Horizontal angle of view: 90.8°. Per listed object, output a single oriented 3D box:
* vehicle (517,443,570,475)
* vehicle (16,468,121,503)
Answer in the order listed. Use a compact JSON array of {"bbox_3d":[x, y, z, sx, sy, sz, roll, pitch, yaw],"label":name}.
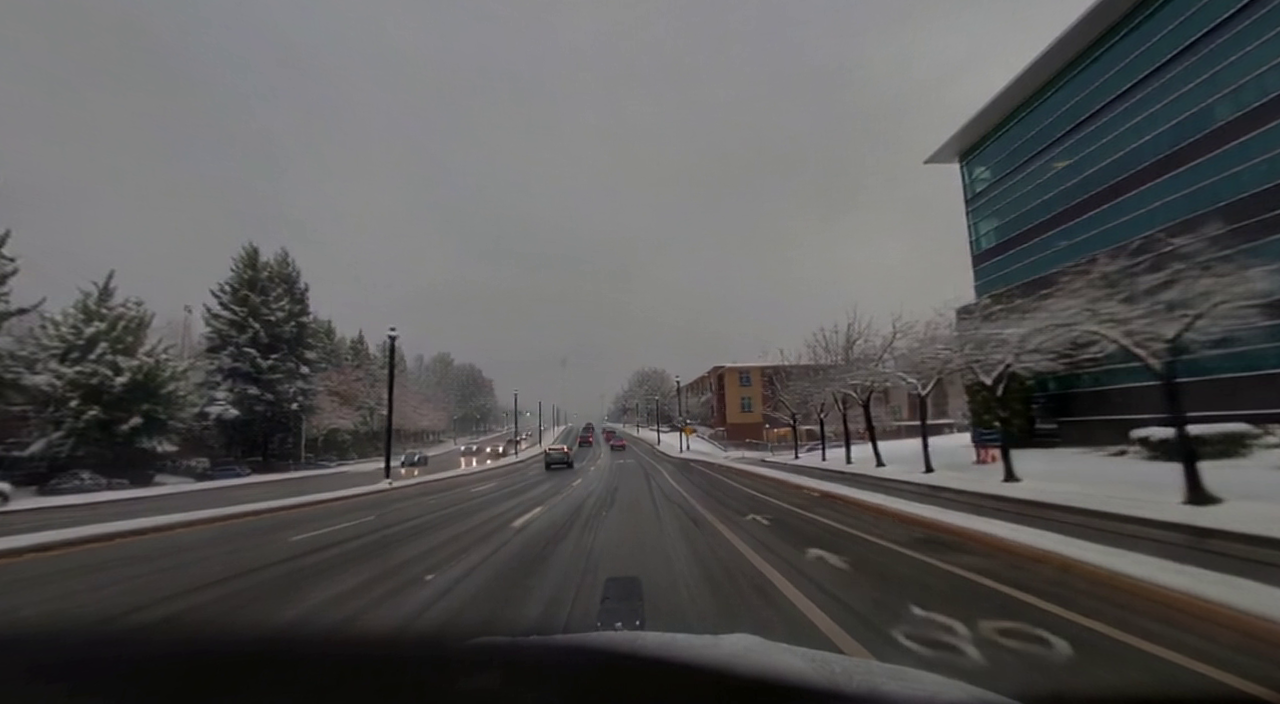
[{"bbox_3d":[-4.738,5.300,31.672,2.025,1.474,4.292,0,-8,-1],"label":"vehicle"},{"bbox_3d":[-33.627,7.815,37.382,1.912,1.755,4.644,0,-8,-1],"label":"vehicle"}]
